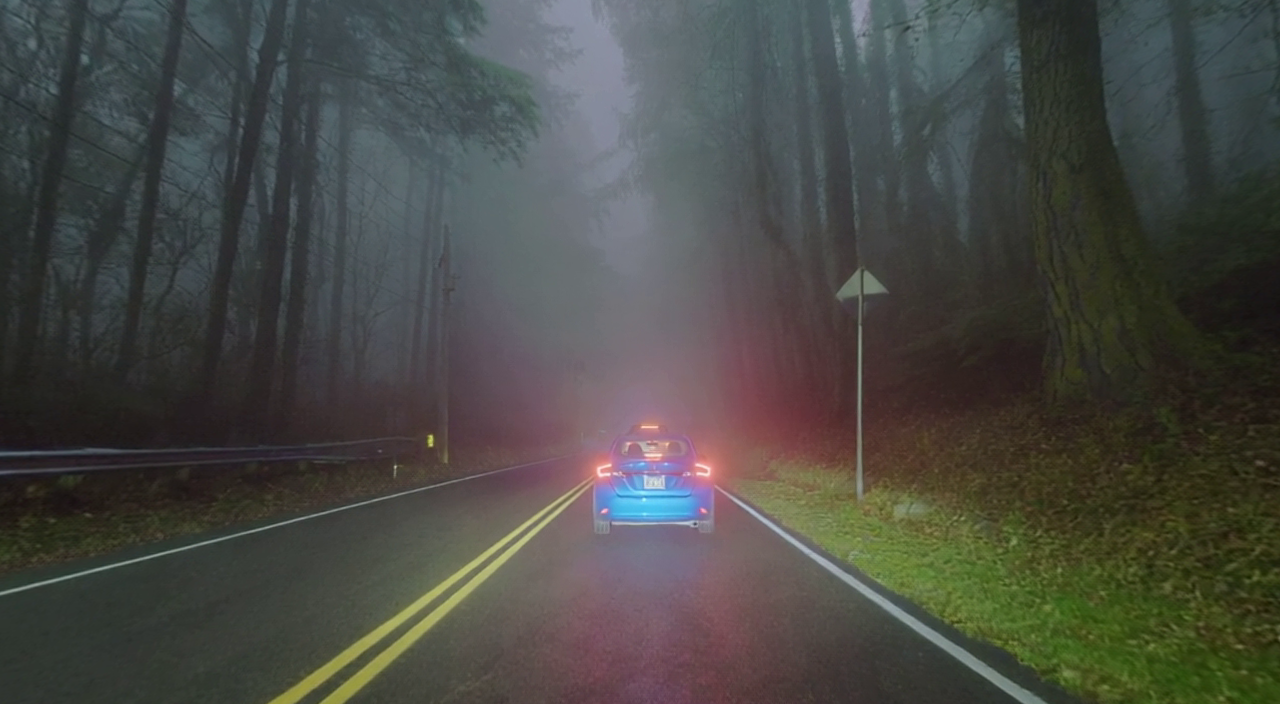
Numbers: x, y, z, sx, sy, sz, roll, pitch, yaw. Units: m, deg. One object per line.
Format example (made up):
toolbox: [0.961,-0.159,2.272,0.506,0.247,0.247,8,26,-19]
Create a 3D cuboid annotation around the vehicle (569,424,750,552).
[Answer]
vehicle: [0.265,1.936,9.575,2.187,1.533,3.726,0,-8,1]
